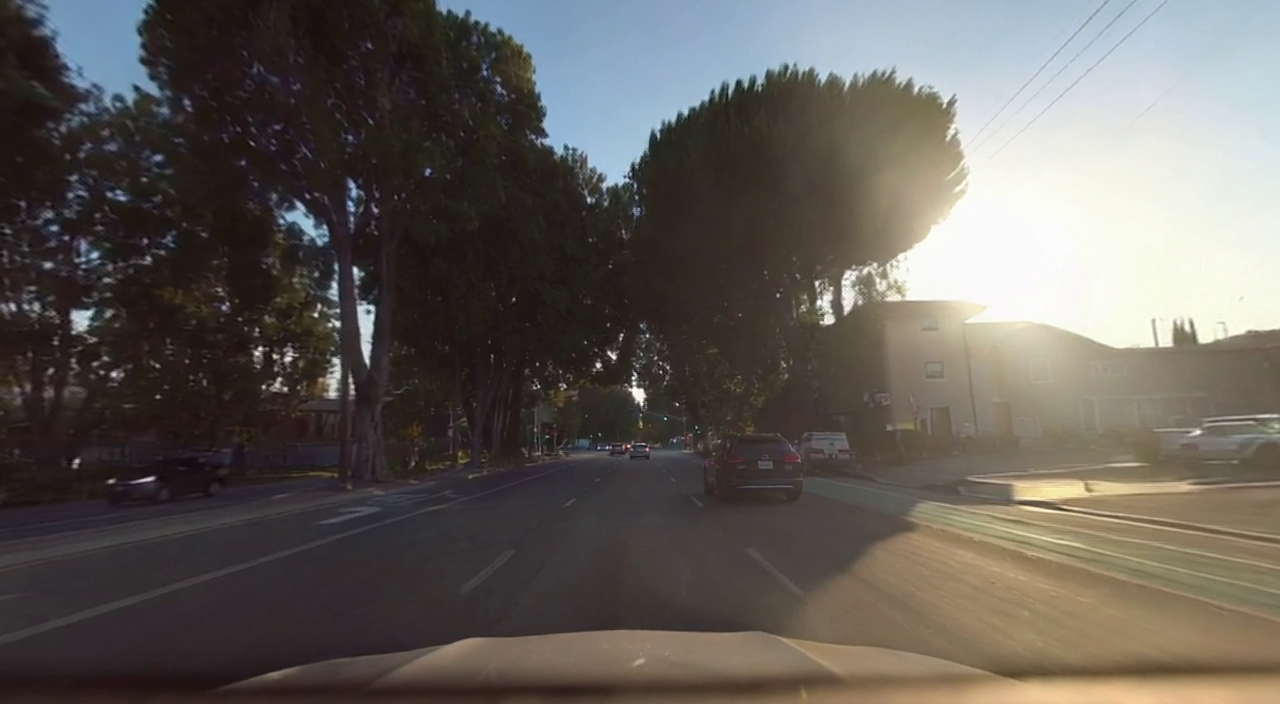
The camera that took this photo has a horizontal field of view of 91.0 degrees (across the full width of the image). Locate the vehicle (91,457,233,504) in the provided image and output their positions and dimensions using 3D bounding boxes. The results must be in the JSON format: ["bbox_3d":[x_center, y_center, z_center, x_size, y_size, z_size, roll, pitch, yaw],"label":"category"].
[{"bbox_3d":[-17.658,4.731,23.588,1.865,1.452,4.504,0,-9,-1],"label":"vehicle"}]

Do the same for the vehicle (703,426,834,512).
[{"bbox_3d":[2.713,2.588,14.376,2.022,1.656,4.025,0,-9,-2],"label":"vehicle"}]

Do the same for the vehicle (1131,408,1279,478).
[{"bbox_3d":[17.450,2.646,18.226,2.131,1.782,5.183,0,-9,-2],"label":"vehicle"}]
